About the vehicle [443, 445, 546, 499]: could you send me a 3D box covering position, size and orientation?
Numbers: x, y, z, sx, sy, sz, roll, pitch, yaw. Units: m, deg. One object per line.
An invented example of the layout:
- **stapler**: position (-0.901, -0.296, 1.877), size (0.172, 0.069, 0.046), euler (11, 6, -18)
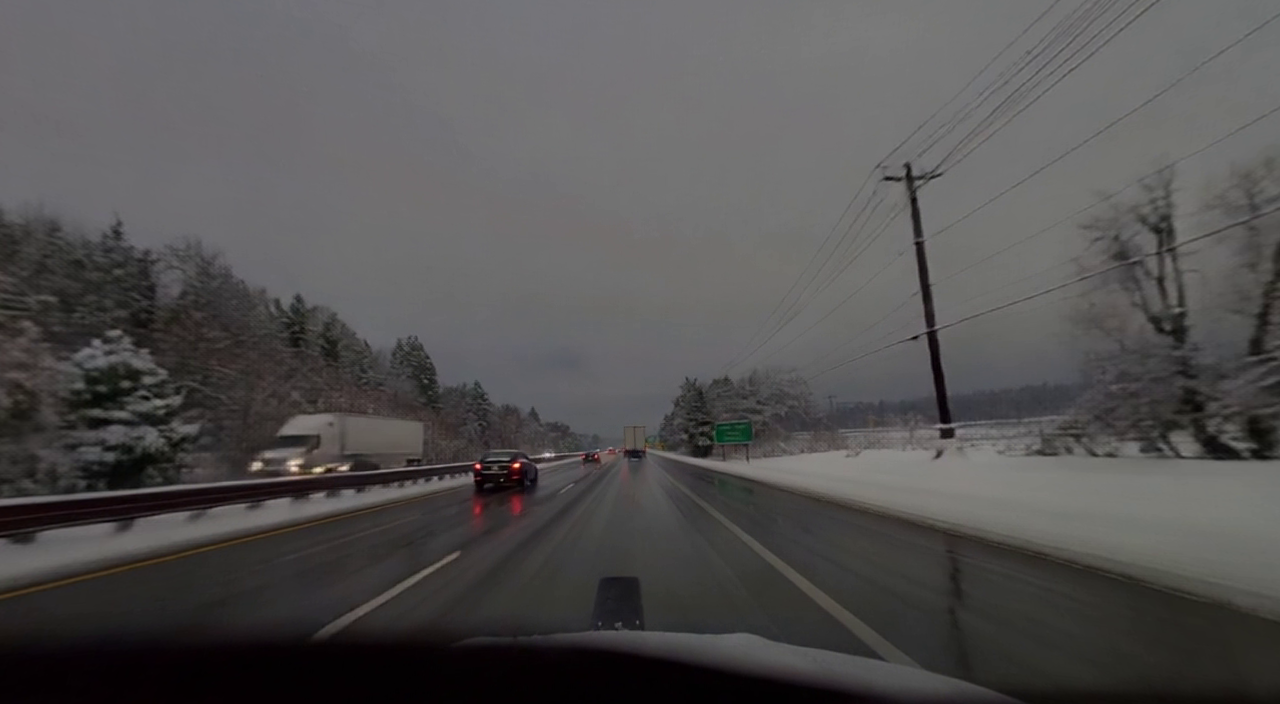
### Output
- **vehicle**: position (-4.313, 3.641, 19.493), size (2.106, 1.445, 4.404), euler (0, -9, 0)

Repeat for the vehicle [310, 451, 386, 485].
- **vehicle**: position (-13.299, 5.283, 28.960), size (1.729, 1.449, 3.652), euler (0, -9, 0)

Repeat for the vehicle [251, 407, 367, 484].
- **vehicle**: position (-18.196, 5.229, 35.266), size (2.947, 3.887, 6.339), euler (0, -9, 0)
